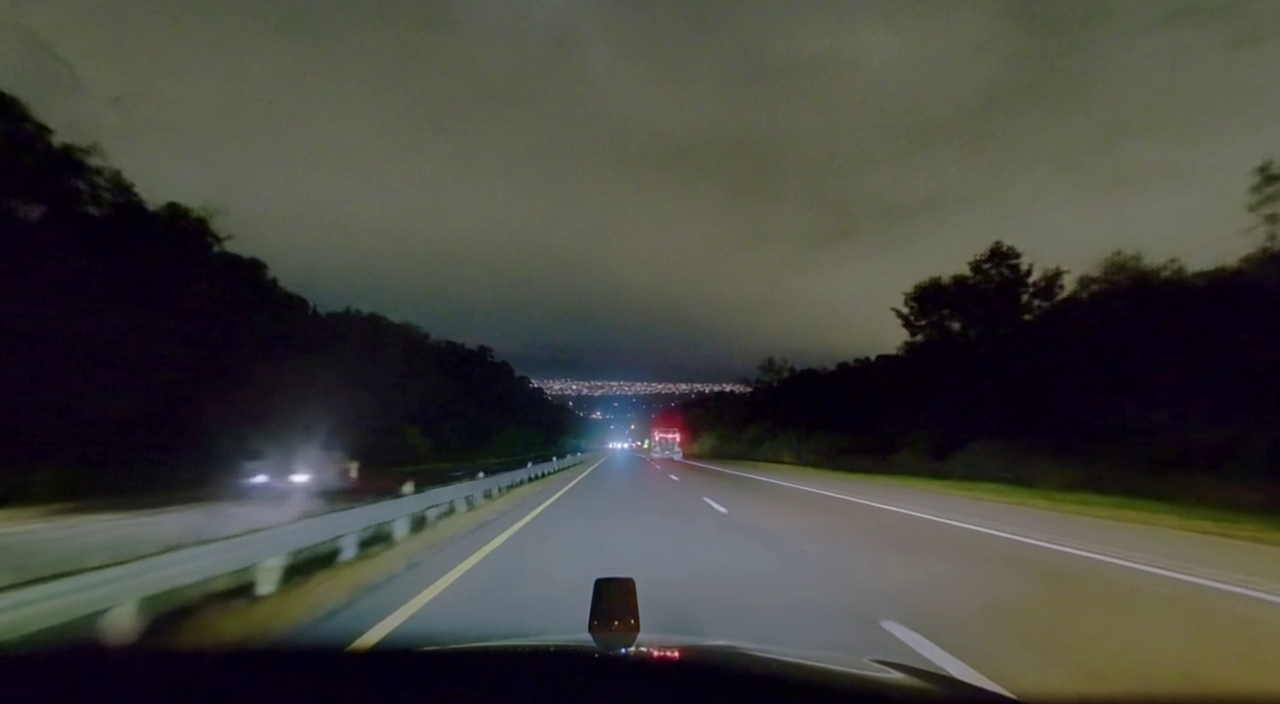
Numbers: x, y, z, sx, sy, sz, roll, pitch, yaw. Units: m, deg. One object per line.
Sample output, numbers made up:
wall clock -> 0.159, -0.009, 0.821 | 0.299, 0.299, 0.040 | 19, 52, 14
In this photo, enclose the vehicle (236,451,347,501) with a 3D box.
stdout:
vehicle -> -12.897, 4.572, 23.623 | 1.989, 1.612, 3.884 | 0, -8, -1
